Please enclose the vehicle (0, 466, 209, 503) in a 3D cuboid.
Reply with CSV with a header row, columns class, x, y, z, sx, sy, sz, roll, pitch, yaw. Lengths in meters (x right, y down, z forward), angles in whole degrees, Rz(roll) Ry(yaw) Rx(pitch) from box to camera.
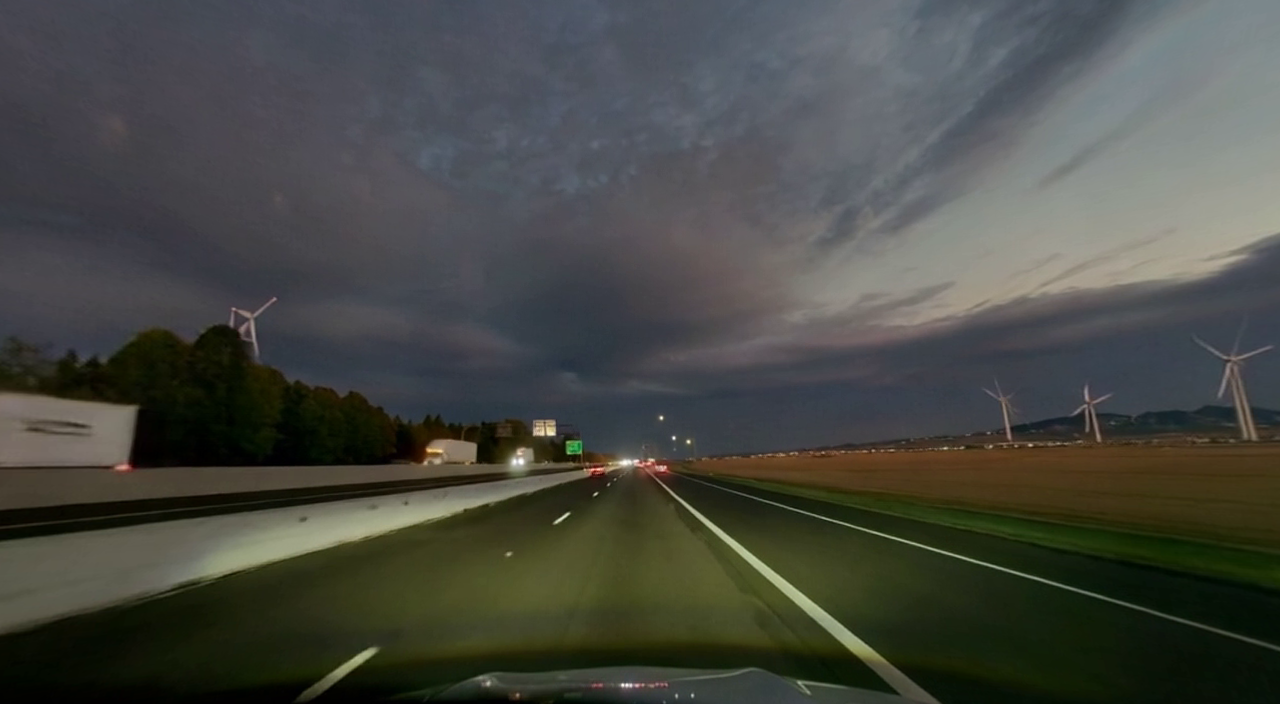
class,x,y,z,sx,sy,sz,roll,pitch,yaw
vehicle,-23.394,5.304,25.778,2.915,1.222,12.550,1,-10,0
